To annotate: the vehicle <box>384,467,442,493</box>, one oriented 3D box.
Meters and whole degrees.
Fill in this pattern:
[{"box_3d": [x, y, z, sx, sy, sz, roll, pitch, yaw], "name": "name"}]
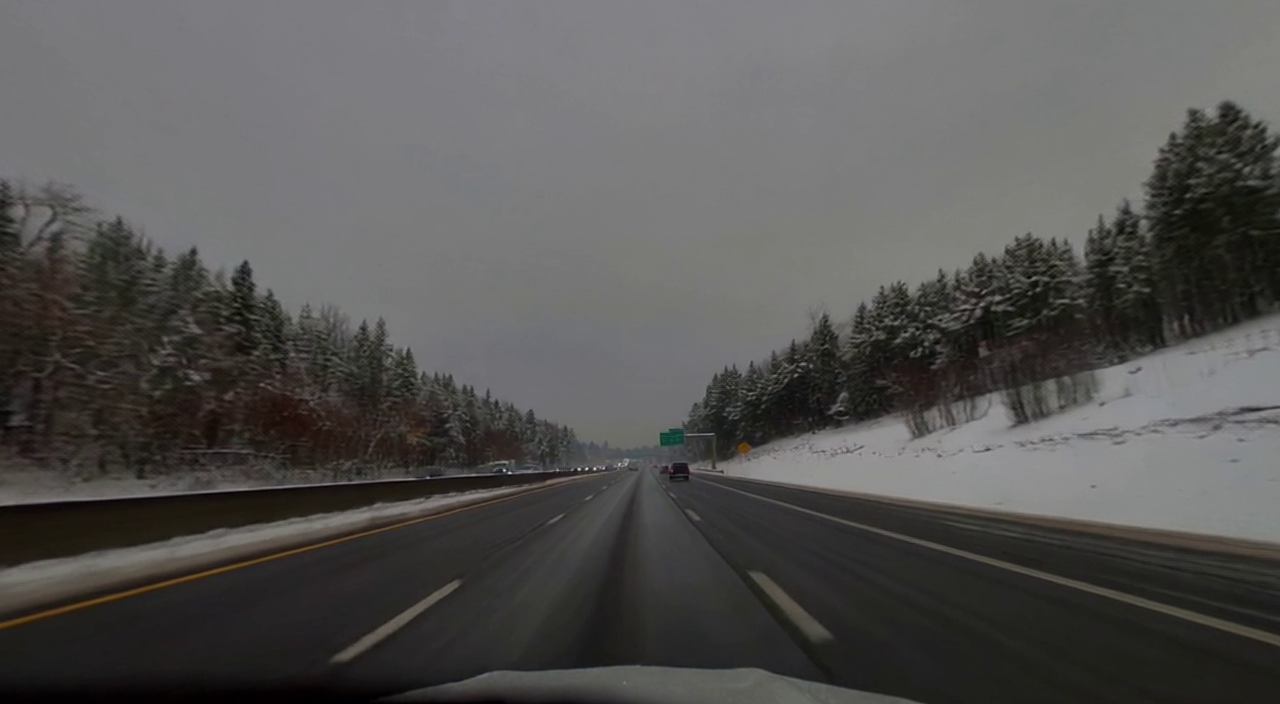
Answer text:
[{"box_3d": [-14.389, 8.140, 40.209, 1.903, 1.514, 4.696, 1, -10, 0], "name": "vehicle"}]
